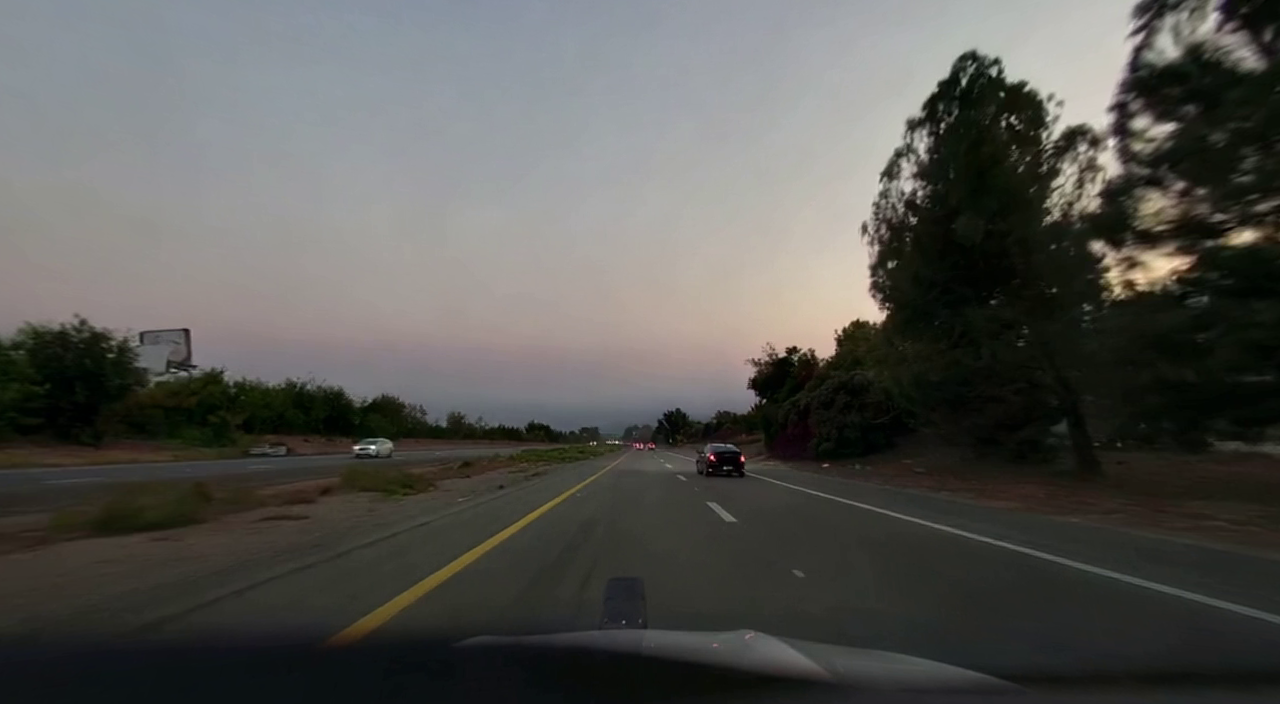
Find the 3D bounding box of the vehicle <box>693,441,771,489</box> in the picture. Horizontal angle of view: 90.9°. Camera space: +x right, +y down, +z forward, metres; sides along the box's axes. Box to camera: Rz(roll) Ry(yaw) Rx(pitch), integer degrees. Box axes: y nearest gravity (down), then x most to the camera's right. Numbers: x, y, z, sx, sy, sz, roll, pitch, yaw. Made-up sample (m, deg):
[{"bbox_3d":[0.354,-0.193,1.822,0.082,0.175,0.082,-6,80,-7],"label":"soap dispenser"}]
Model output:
[{"bbox_3d":[3.065,3.863,21.977,1.991,1.475,4.302,0,-8,-1],"label":"vehicle"}]
